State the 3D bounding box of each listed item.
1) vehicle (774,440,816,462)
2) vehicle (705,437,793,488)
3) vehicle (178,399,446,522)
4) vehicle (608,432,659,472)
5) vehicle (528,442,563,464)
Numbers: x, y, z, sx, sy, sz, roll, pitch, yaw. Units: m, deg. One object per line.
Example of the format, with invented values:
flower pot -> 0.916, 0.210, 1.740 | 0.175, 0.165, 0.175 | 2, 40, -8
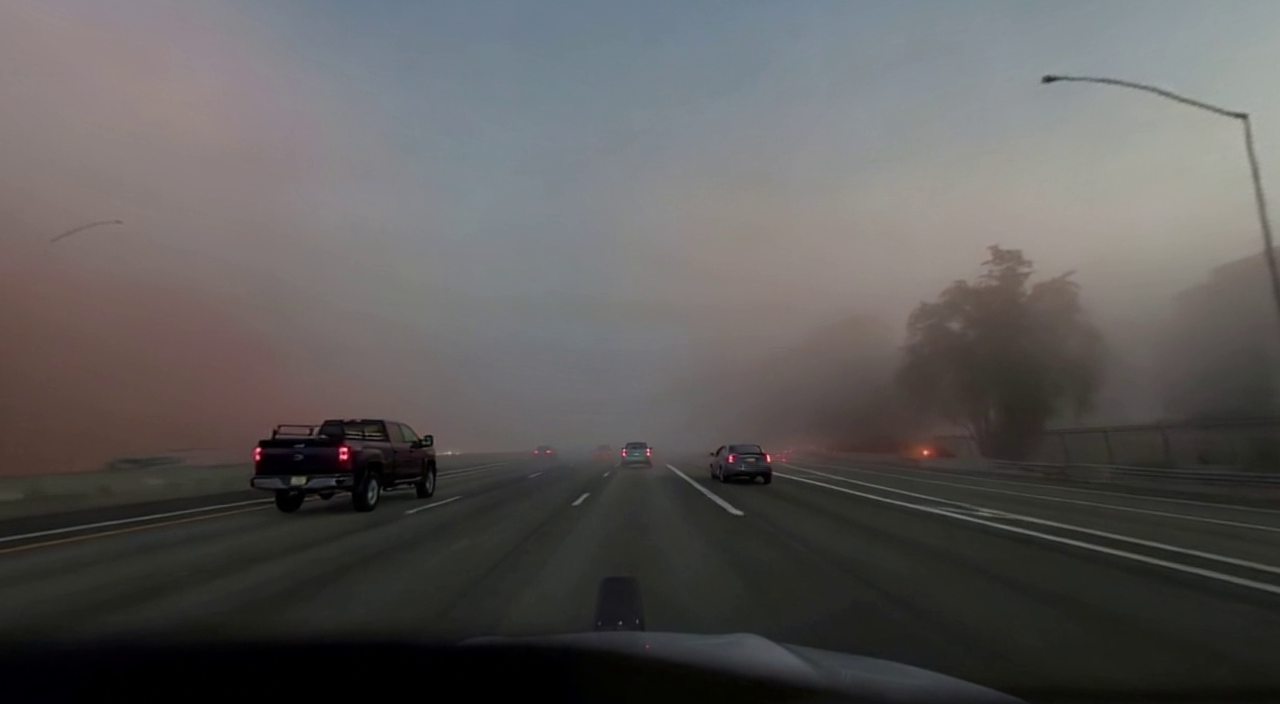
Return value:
vehicle -> 11.219, 7.188, 46.068 | 2.105, 1.481, 4.117 | 0, -8, 1
vehicle -> 3.420, 3.553, 20.691 | 2.011, 1.462, 4.286 | 0, -8, -1
vehicle -> -6.336, 2.219, 13.508 | 2.444, 2.012, 6.122 | 0, -8, 0
vehicle -> -0.300, 4.916, 31.251 | 2.323, 1.805, 4.729 | 0, -8, 0
vehicle -> -6.804, 7.281, 45.854 | 1.920, 1.482, 4.385 | 0, -8, 0
